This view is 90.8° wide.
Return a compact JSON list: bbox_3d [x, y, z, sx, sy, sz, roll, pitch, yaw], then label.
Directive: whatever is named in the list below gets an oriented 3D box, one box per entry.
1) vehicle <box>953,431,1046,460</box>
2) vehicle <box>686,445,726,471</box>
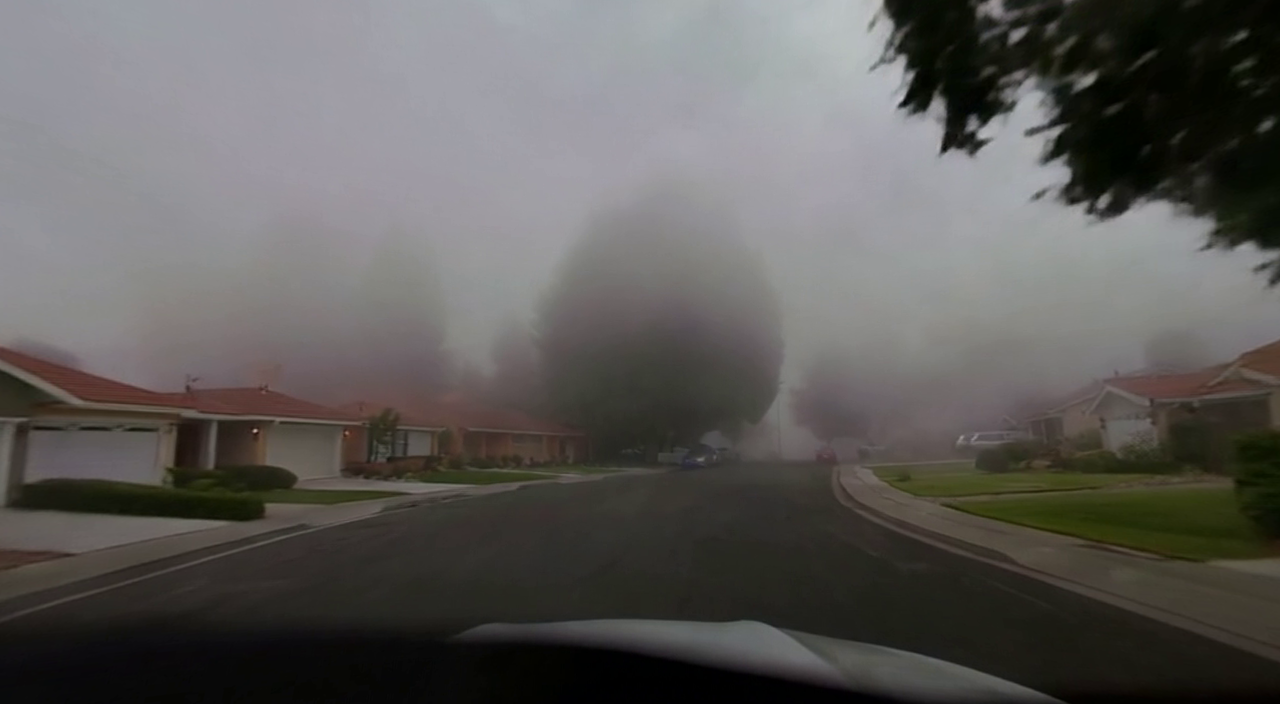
[{"bbox_3d":[21.797,5.719,38.463,4.384,1.688,1.956,0,-9,1],"label":"vehicle"},{"bbox_3d":[5.055,8.010,48.023,2.215,1.859,4.765,-2,-8,16],"label":"vehicle"}]
